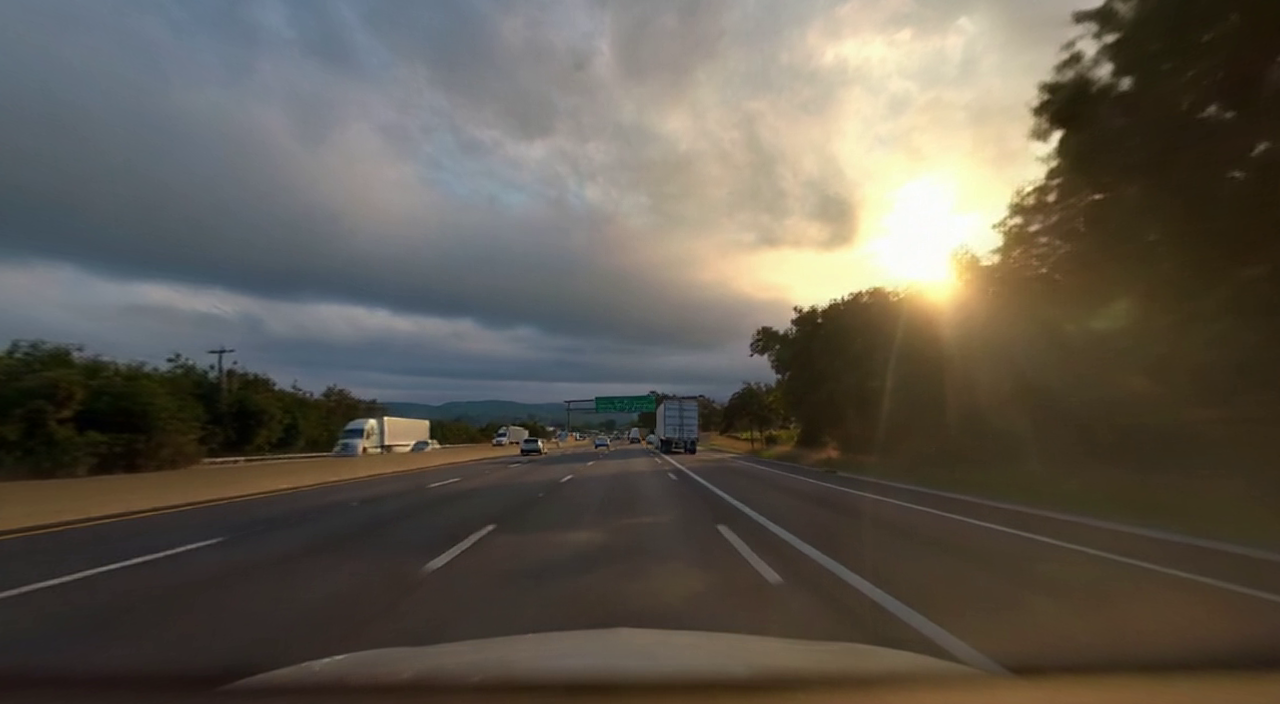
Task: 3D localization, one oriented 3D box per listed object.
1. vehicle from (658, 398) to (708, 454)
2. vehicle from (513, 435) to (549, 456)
[{"bbox_3d":[3.074,5.745,48.513,2.760,3.710,12.230,0,-7,-1],"label":"vehicle"},{"bbox_3d":[-8.065,6.952,46.935,2.018,1.454,4.290,0,-8,-1],"label":"vehicle"}]
